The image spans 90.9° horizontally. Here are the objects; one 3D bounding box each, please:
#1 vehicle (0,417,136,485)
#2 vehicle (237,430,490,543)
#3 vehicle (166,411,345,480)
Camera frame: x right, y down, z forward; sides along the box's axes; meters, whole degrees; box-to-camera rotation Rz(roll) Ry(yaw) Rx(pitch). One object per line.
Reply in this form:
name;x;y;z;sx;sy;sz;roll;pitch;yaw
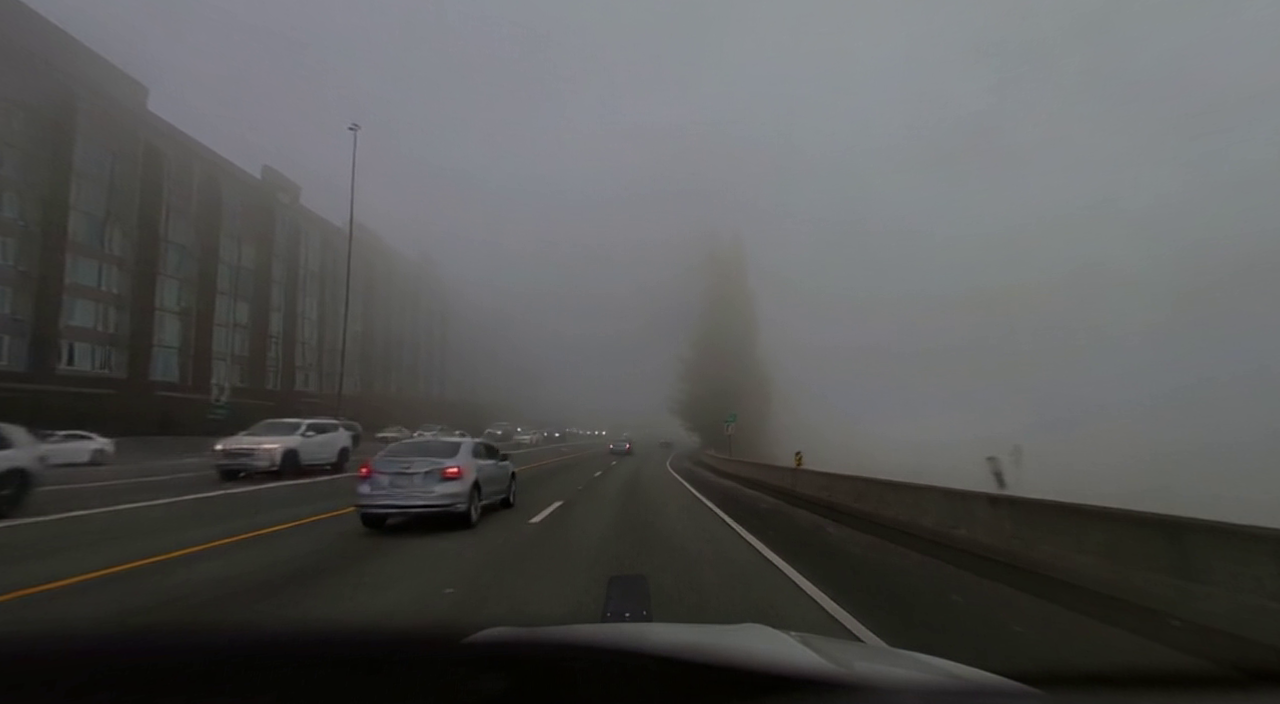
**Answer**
vehicle;-14.978;2.378;15.160;1.850;1.490;4.628;0;-8;1
vehicle;-4.183;2.098;10.570;2.035;1.460;4.497;-1;-8;3
vehicle;-10.335;2.584;17.471;1.926;1.650;4.593;-1;-8;2
